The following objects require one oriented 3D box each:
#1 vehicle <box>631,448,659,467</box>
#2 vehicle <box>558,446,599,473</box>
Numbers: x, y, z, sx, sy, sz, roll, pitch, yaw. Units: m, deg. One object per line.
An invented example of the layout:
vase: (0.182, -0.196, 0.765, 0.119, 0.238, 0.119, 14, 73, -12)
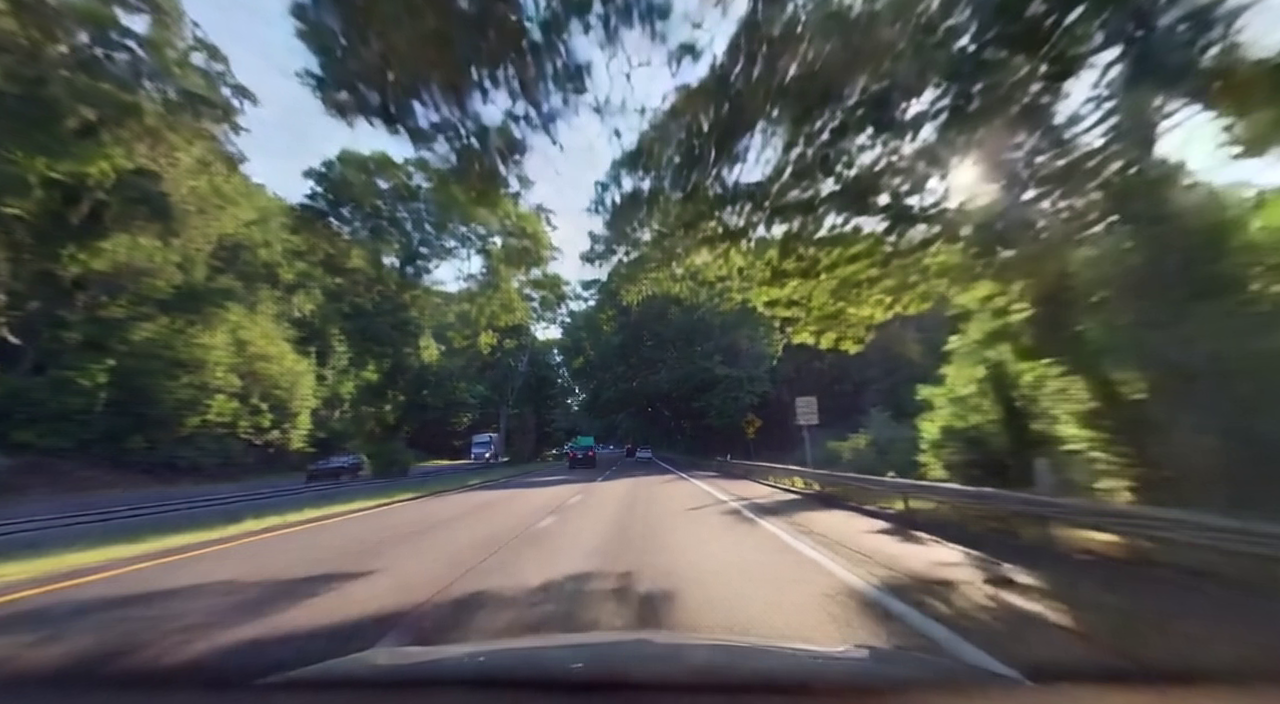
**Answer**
vehicle: (0.330, 7.958, 47.653, 1.989, 1.402, 3.831, 0, -9, -1)
vehicle: (-3.569, 6.331, 37.263, 2.112, 1.498, 4.117, 0, -9, -1)
